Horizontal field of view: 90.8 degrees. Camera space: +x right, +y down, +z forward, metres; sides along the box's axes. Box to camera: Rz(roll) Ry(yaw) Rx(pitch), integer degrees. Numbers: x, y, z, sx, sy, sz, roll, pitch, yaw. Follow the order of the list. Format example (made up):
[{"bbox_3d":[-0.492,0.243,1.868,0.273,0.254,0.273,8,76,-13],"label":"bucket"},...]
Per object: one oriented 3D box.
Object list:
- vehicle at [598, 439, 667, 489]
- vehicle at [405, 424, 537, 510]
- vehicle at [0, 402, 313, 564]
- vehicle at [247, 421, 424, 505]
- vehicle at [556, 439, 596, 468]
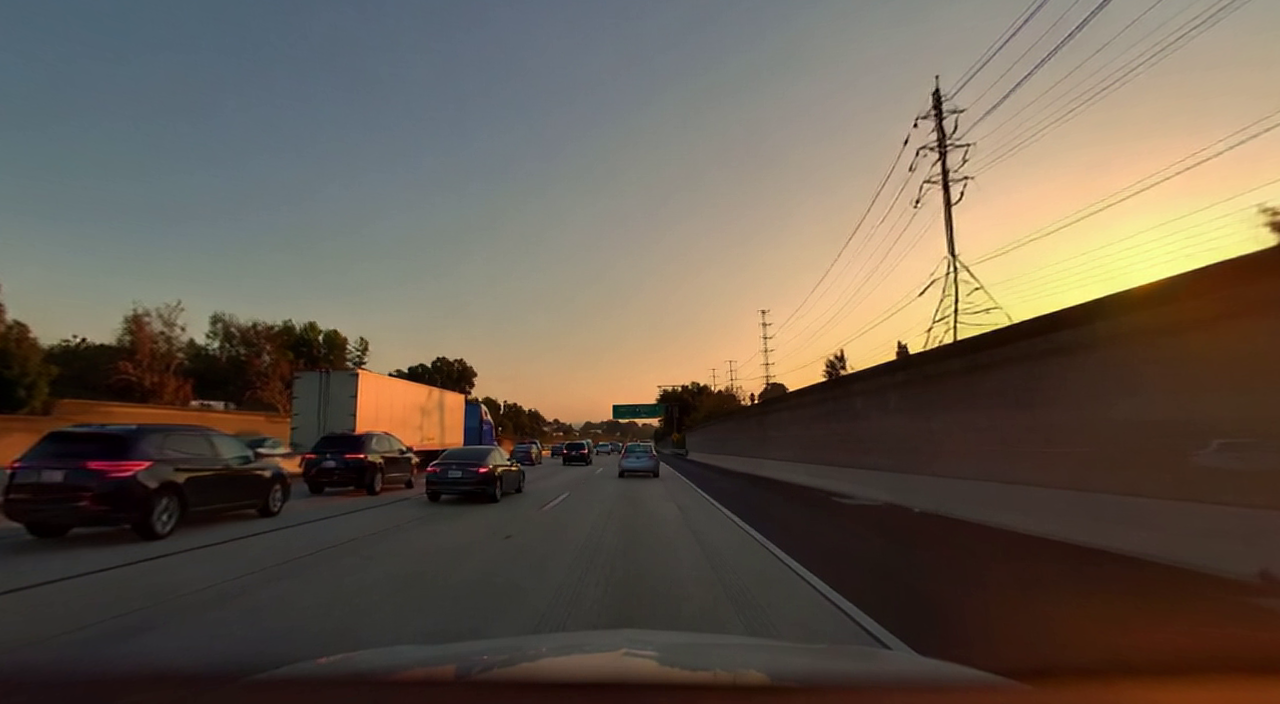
[{"bbox_3d":[-0.251,3.698,21.128,2.089,1.477,3.818,0,-9,-1],"label":"vehicle"},{"bbox_3d":[-3.783,2.659,14.987,1.923,1.716,4.289,0,-9,0],"label":"vehicle"},{"bbox_3d":[-6.951,1.771,9.188,2.027,1.762,4.386,0,-9,0],"label":"vehicle"},{"bbox_3d":[-7.571,2.823,16.483,2.054,1.825,5.072,0,-9,0],"label":"vehicle"},{"bbox_3d":[-3.956,6.373,39.773,1.976,1.705,4.176,0,-9,1],"label":"vehicle"}]
